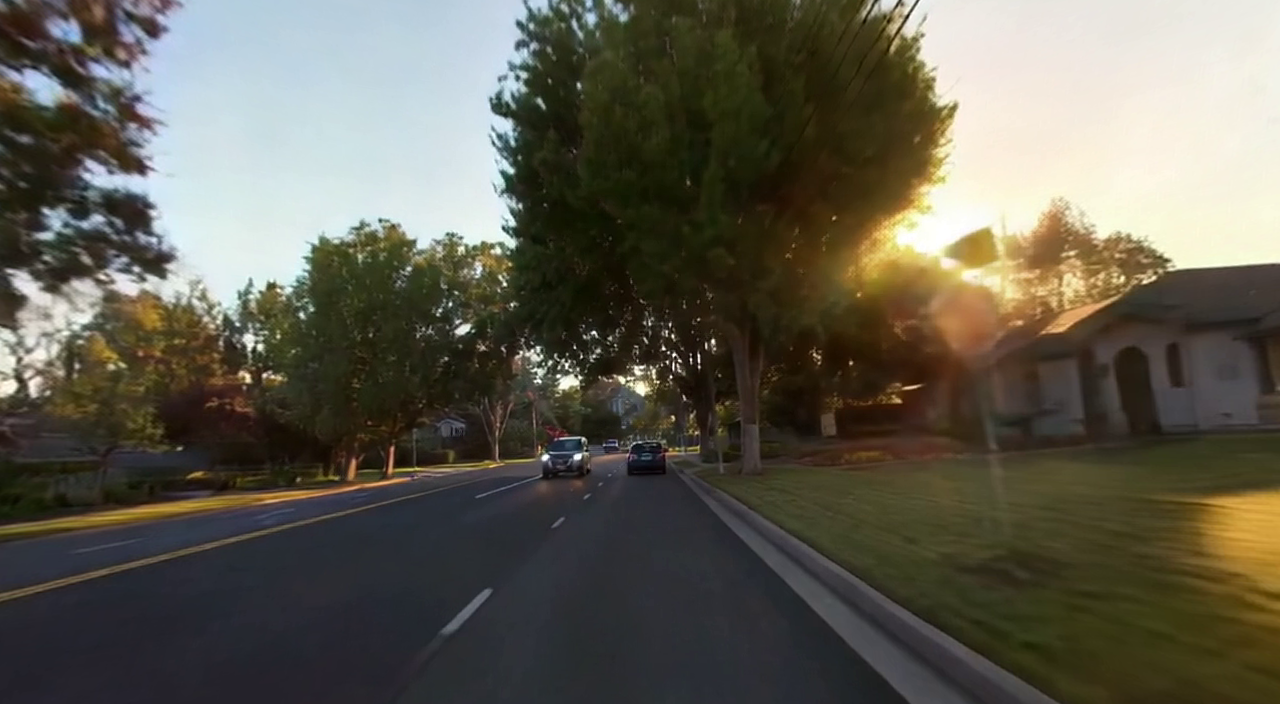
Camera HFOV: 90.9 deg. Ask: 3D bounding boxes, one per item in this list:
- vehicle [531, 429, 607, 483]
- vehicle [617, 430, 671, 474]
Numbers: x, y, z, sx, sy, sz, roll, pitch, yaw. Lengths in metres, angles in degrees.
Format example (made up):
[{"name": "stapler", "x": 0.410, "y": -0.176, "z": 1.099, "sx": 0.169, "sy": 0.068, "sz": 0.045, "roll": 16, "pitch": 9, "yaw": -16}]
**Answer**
[{"name": "vehicle", "x": -2.446, "y": 3.753, "z": 22.958, "sx": 2.157, "sy": 1.765, "sz": 4.303, "roll": -1, "pitch": -9, "yaw": 2}, {"name": "vehicle", "x": 0.154, "y": 4.216, "z": 26.750, "sx": 2.120, "sy": 1.718, "sz": 3.909, "roll": 0, "pitch": -9, "yaw": 0}]
